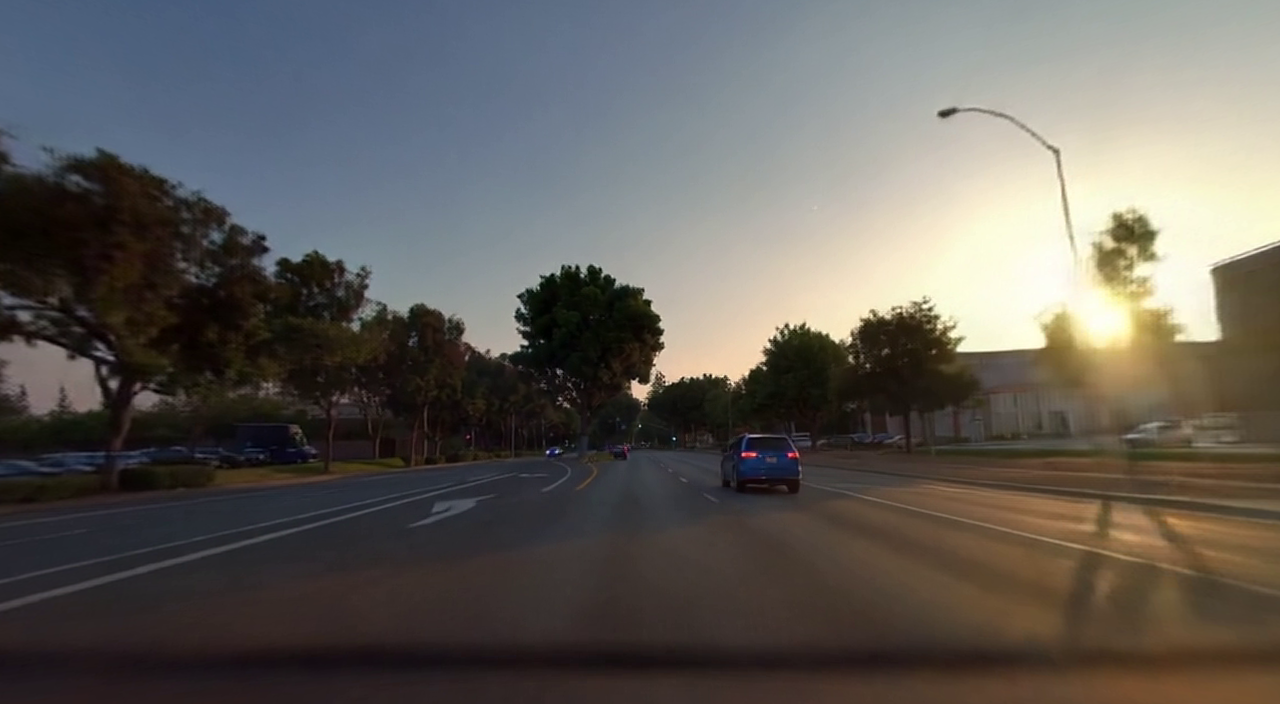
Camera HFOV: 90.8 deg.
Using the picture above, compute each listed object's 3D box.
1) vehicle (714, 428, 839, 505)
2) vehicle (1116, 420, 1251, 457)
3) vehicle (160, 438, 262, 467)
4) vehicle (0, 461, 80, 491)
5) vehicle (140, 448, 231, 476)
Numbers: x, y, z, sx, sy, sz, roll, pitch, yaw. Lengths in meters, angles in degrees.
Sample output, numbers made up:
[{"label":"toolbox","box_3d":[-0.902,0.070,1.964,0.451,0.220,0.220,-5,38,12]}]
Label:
[{"label":"vehicle","box_3d":[3.227,2.825,15.978,2.060,1.665,4.284,0,-9,-2]},{"label":"vehicle","box_3d":[34.435,5.456,40.123,6.681,2.063,2.342,-1,-8,-6]},{"label":"vehicle","box_3d":[-30.215,7.090,44.641,5.496,1.884,2.189,1,-8,-1]},{"label":"vehicle","box_3d":[-30.394,6.072,31.057,3.840,1.393,1.911,0,-9,-2]},{"label":"vehicle","box_3d":[-30.069,7.281,41.896,4.399,1.729,2.076,0,-9,0]}]
